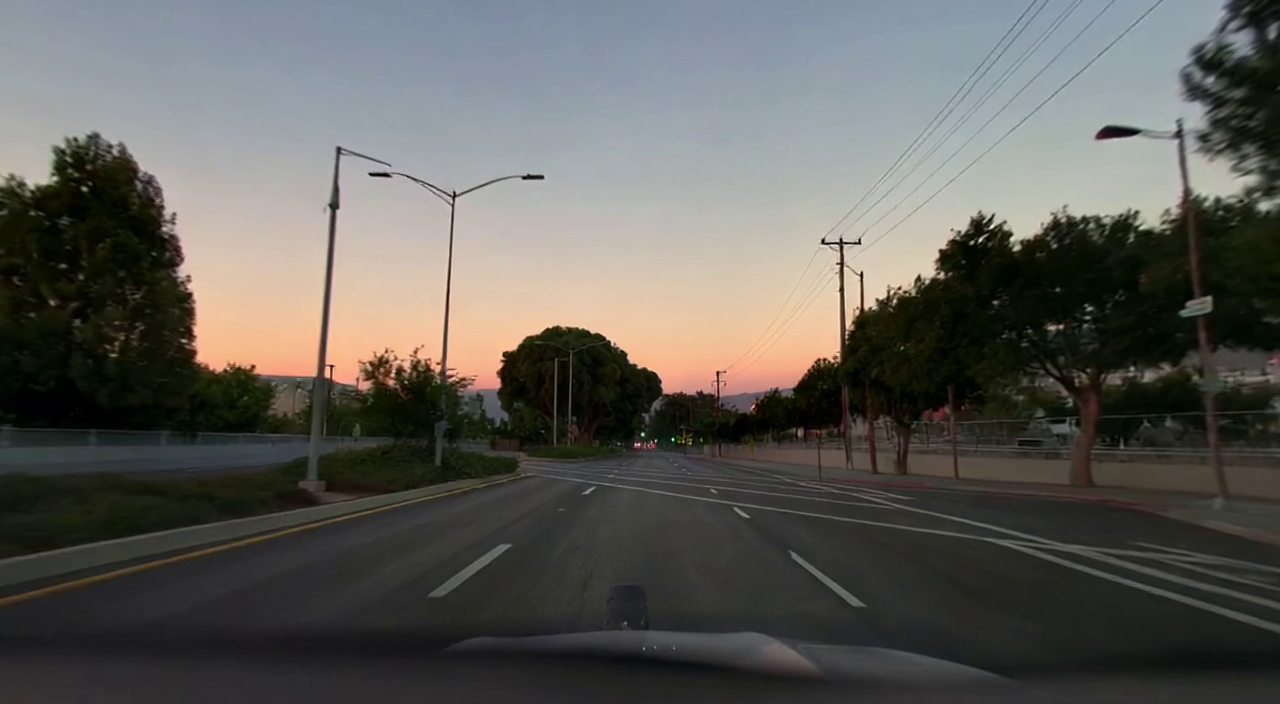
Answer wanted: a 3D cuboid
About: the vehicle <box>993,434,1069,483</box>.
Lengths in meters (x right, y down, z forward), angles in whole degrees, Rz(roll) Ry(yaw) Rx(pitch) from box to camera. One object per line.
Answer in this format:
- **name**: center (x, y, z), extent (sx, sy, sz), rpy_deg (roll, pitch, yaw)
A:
- **vehicle**: center (15.987, 4.351, 25.944), extent (1.800, 1.840, 2.969), rpy_deg (-3, -9, 16)
